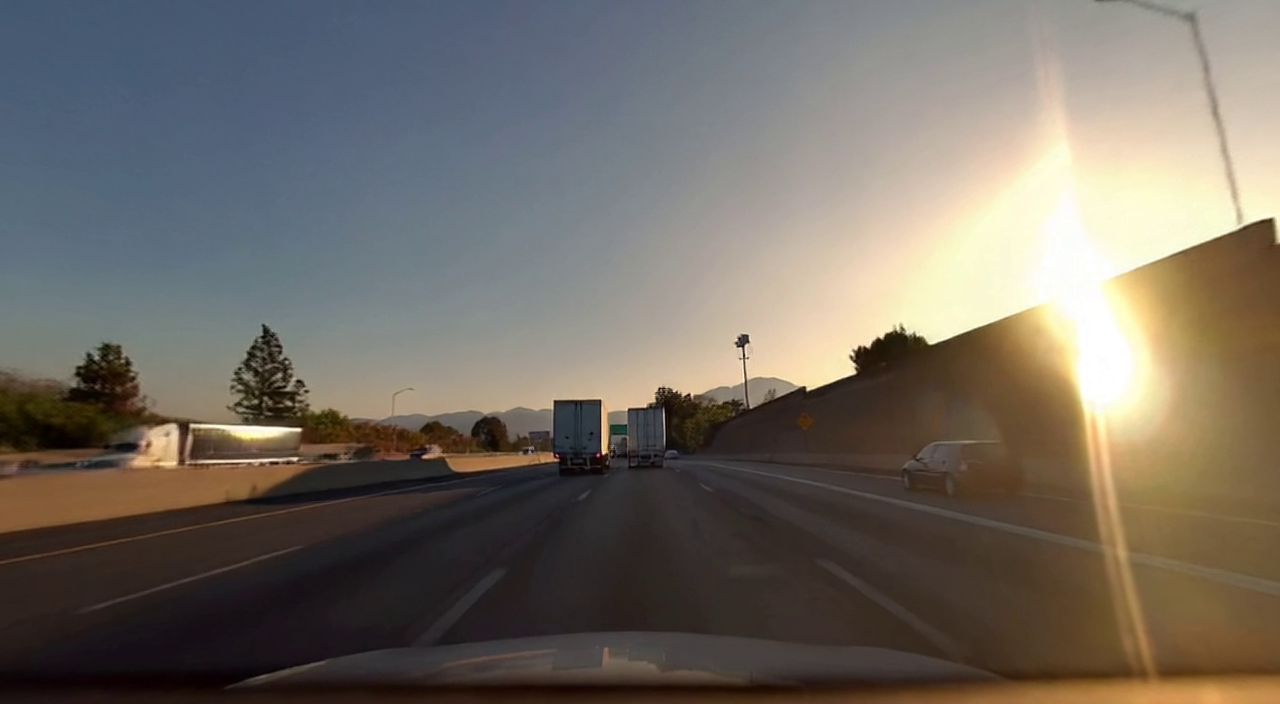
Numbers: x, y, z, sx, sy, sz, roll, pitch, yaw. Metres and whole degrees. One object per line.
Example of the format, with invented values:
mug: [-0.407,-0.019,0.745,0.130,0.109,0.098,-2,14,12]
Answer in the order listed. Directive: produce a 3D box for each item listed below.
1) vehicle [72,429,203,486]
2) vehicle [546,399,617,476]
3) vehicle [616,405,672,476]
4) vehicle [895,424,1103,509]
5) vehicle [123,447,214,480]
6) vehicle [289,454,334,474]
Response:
vehicle: [-35.971,7.544,45.630,3.034,3.749,7.583,-1,-8,0]
vehicle: [-3.232,5.292,38.529,2.962,3.947,11.574,-1,-8,1]
vehicle: [0.204,5.690,41.434,3.054,3.944,11.230,-2,-7,0]
vehicle: [7.612,2.470,14.032,1.969,1.560,4.394,0,-8,-1]
vehicle: [-32.086,7.587,43.149,2.106,2.068,5.160,-1,-8,2]
vehicle: [-25.347,8.636,48.770,1.526,1.405,3.436,-1,-8,2]
